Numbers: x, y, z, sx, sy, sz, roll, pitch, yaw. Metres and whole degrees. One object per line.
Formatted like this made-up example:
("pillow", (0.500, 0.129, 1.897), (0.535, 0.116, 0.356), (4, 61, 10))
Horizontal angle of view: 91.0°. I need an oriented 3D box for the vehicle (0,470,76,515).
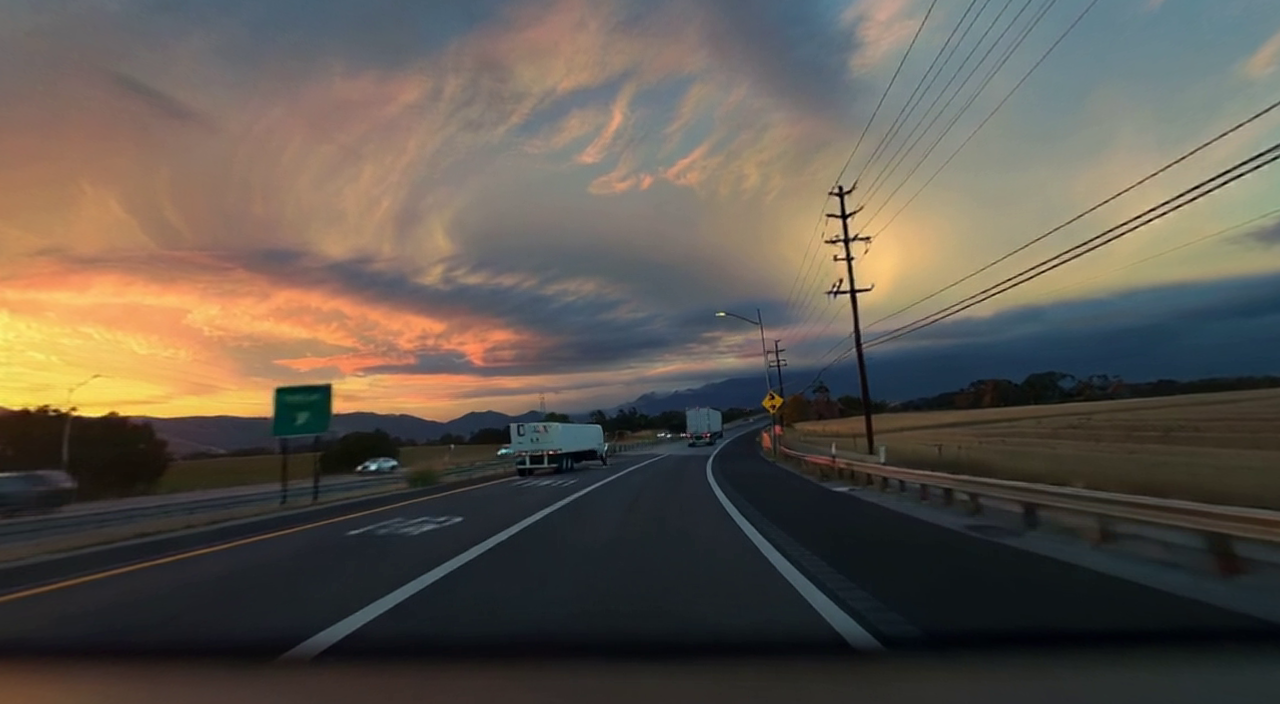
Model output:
("vehicle", (-34.493, 7.595, 33.937), (2.295, 2.176, 5.499), (-3, -9, 16))
